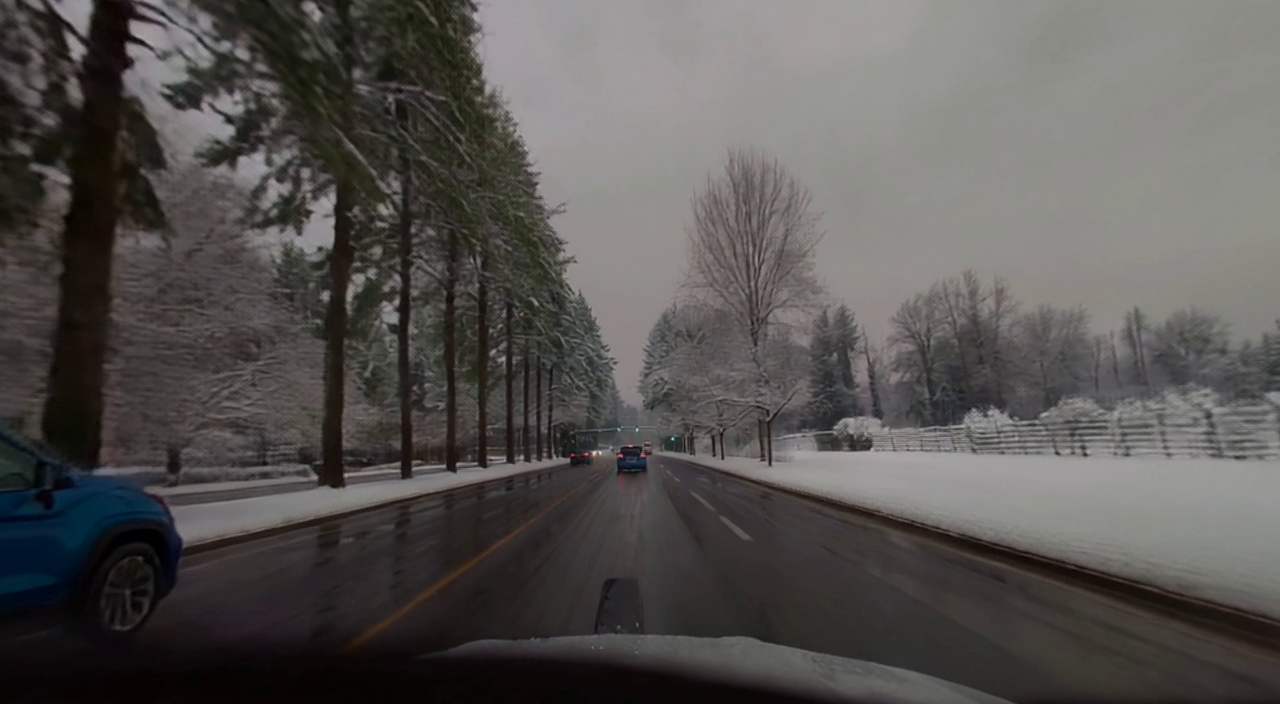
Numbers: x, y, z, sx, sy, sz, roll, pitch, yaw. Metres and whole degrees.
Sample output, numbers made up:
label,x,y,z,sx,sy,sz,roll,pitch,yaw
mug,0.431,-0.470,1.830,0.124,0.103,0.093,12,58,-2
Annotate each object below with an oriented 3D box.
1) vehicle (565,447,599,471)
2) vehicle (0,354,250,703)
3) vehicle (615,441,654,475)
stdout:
label,x,y,z,sx,sy,sz,roll,pitch,yaw
vehicle,-3.959,7.383,43.694,1.936,1.538,4.016,0,-9,0
vehicle,-4.031,0.830,2.668,1.860,1.741,4.479,0,-9,0
vehicle,-0.319,5.823,34.847,2.018,1.769,3.897,0,-9,0
